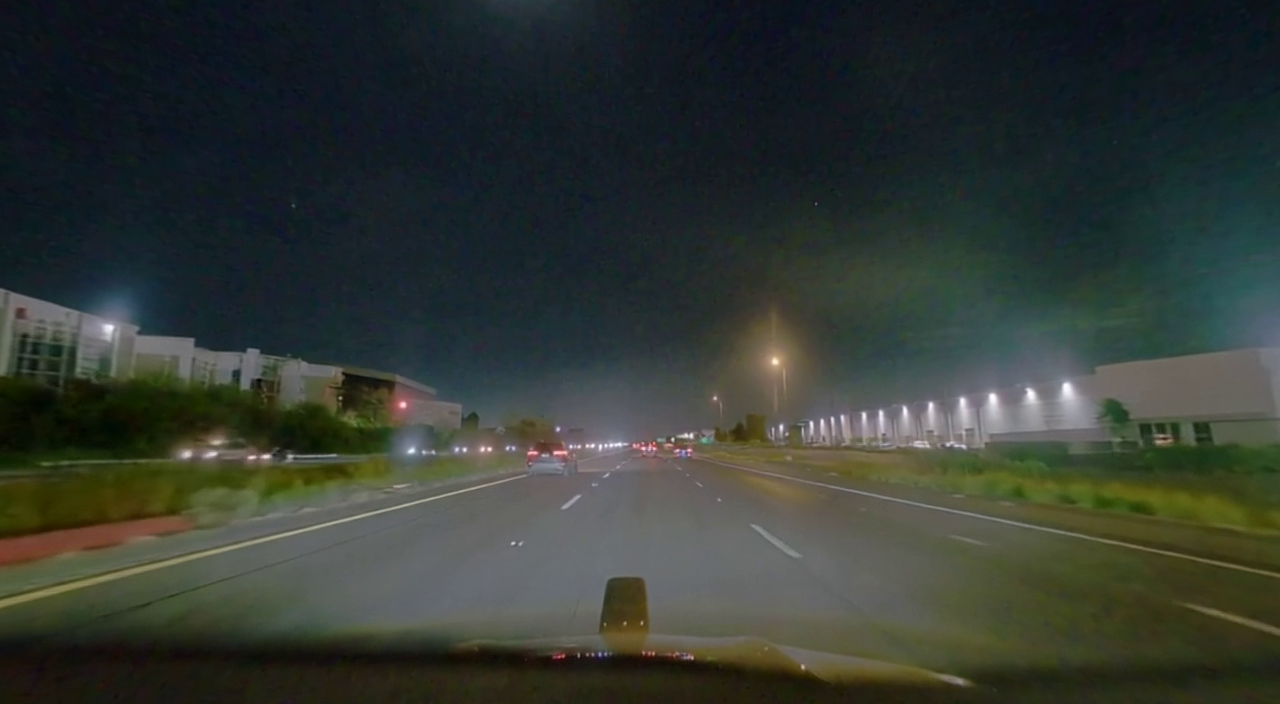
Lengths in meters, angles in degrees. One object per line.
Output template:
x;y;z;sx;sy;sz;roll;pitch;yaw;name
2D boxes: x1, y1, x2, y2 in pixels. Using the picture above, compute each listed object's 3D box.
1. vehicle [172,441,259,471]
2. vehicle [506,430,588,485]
-27.868;6.835;41.621;2.075;1.834;5.135;0;-9;0;vehicle
-3.401;4.003;24.163;2.218;1.850;4.774;0;-9;2;vehicle
